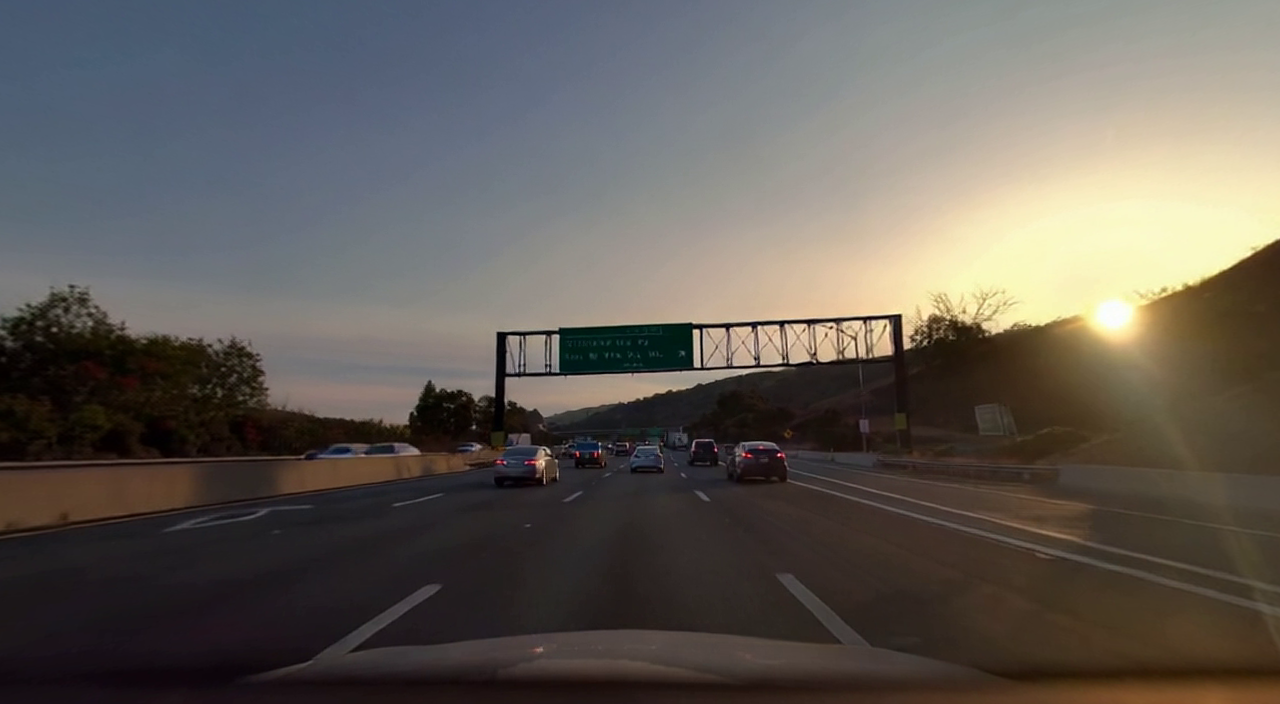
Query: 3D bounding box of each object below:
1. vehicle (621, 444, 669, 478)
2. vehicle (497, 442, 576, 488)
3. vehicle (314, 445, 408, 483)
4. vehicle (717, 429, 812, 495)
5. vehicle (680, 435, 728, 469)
[{"bbox_3d":[0.261,5.078,29.496,2.071,1.478,4.130,0,-9,1],"label":"vehicle"},{"bbox_3d":[-3.678,4.109,23.220,1.996,1.488,4.451,0,-9,2],"label":"vehicle"},{"bbox_3d":[-12.396,4.994,28.363,2.042,1.526,4.580,0,-9,2],"label":"vehicle"},{"bbox_3d":[3.653,3.328,19.269,2.045,1.768,4.249,0,-9,0],"label":"vehicle"},{"bbox_3d":[4.381,7.028,44.389,2.802,2.151,6.579,0,-9,1],"label":"vehicle"}]
